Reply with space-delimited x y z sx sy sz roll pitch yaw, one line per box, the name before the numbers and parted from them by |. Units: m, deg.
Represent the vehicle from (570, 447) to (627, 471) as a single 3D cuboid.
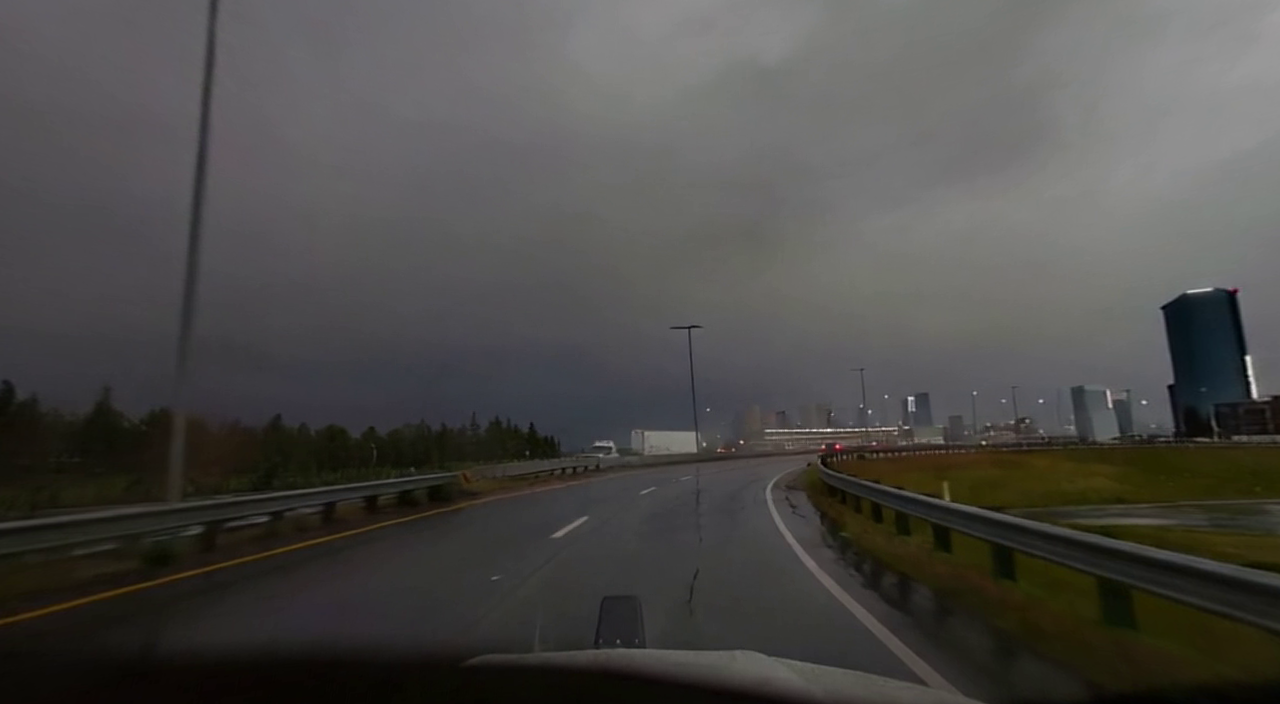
vehicle | -2.821 7.482 43.877 1.977 1.579 4.410 -5 -10 26
